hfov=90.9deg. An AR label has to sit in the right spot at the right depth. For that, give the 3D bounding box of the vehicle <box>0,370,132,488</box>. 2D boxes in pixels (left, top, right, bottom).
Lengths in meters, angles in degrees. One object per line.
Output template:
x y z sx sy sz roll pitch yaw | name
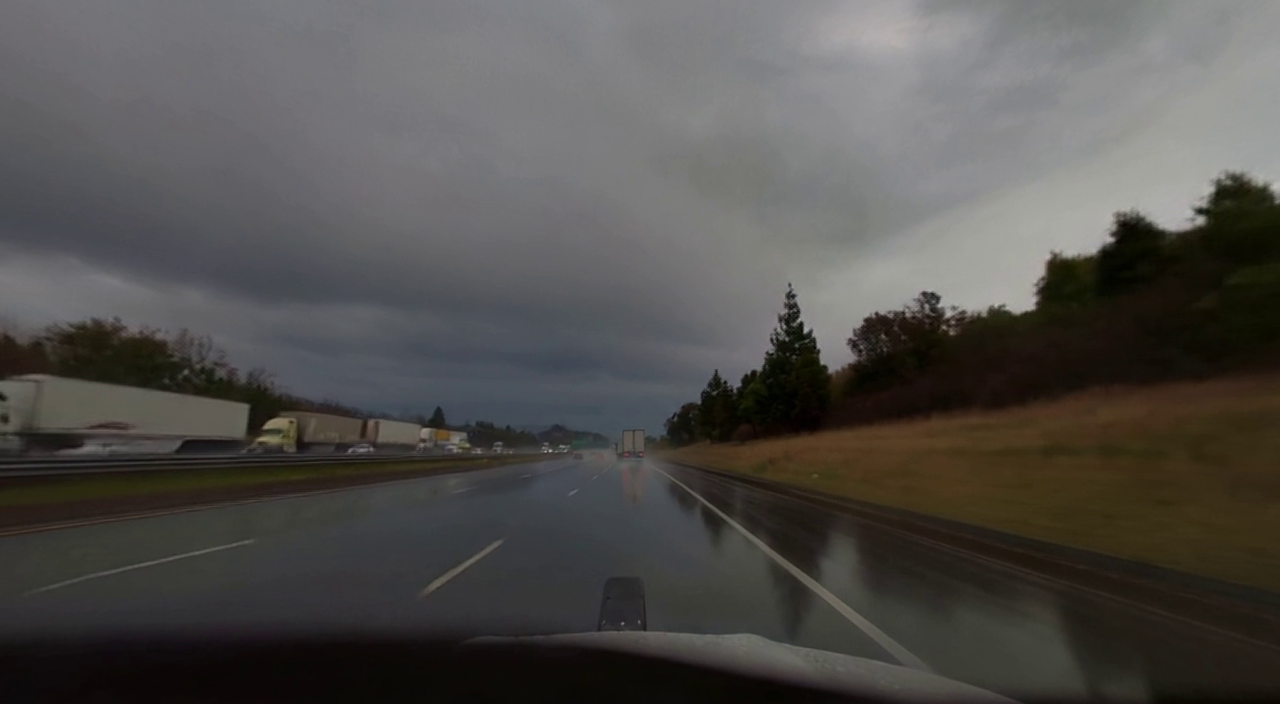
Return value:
-23.359 2.891 23.082 3.012 3.968 7.683 0 -9 -1 | vehicle

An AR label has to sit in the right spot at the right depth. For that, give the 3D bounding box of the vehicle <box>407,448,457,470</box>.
-15.563 8.034 47.445 2.155 1.506 4.541 0 -9 0 | vehicle

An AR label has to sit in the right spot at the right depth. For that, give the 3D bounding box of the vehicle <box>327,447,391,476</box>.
-15.404 6.025 34.791 1.699 1.513 3.748 0 -9 1 | vehicle

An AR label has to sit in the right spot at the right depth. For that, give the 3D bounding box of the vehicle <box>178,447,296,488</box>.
-15.759 4.516 24.947 1.884 1.436 4.220 0 -9 -1 | vehicle
